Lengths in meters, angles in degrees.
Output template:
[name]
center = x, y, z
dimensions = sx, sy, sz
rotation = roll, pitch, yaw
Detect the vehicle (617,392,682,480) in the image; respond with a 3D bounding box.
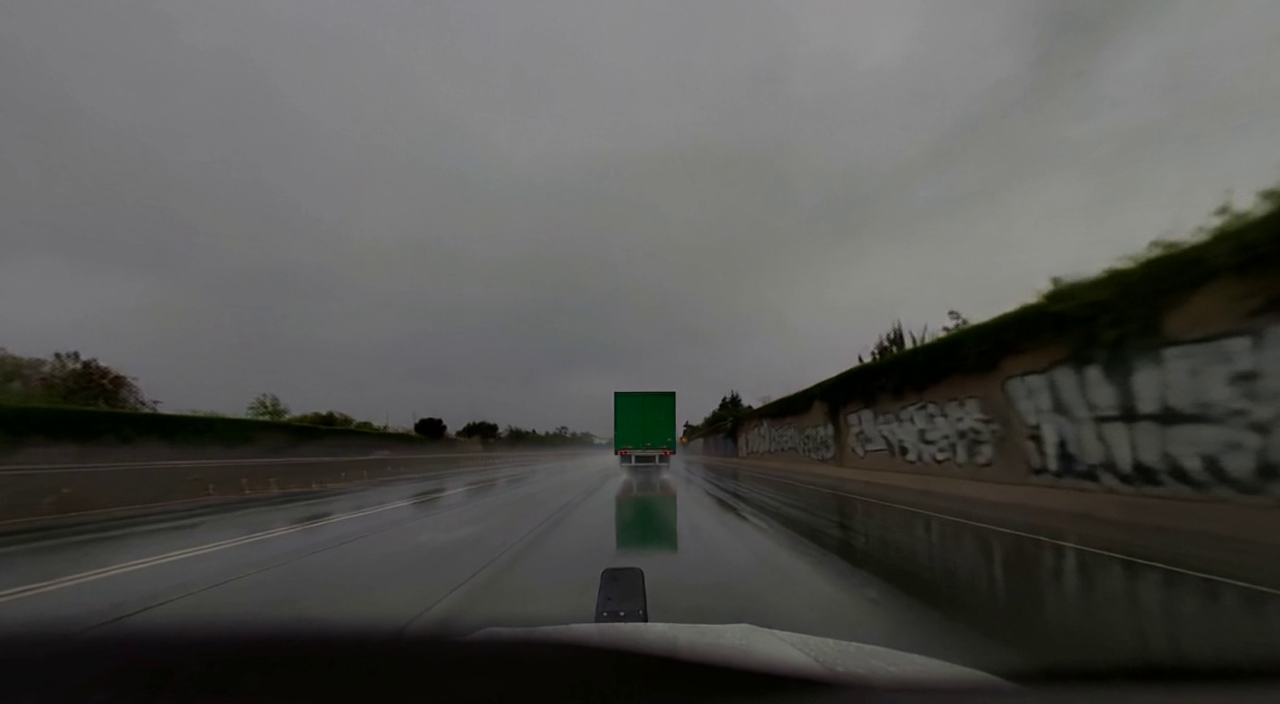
[vehicle]
center = 0.361, 4.557, 33.436
dimensions = 2.900, 3.955, 10.151
rotation = 0, -9, -1
